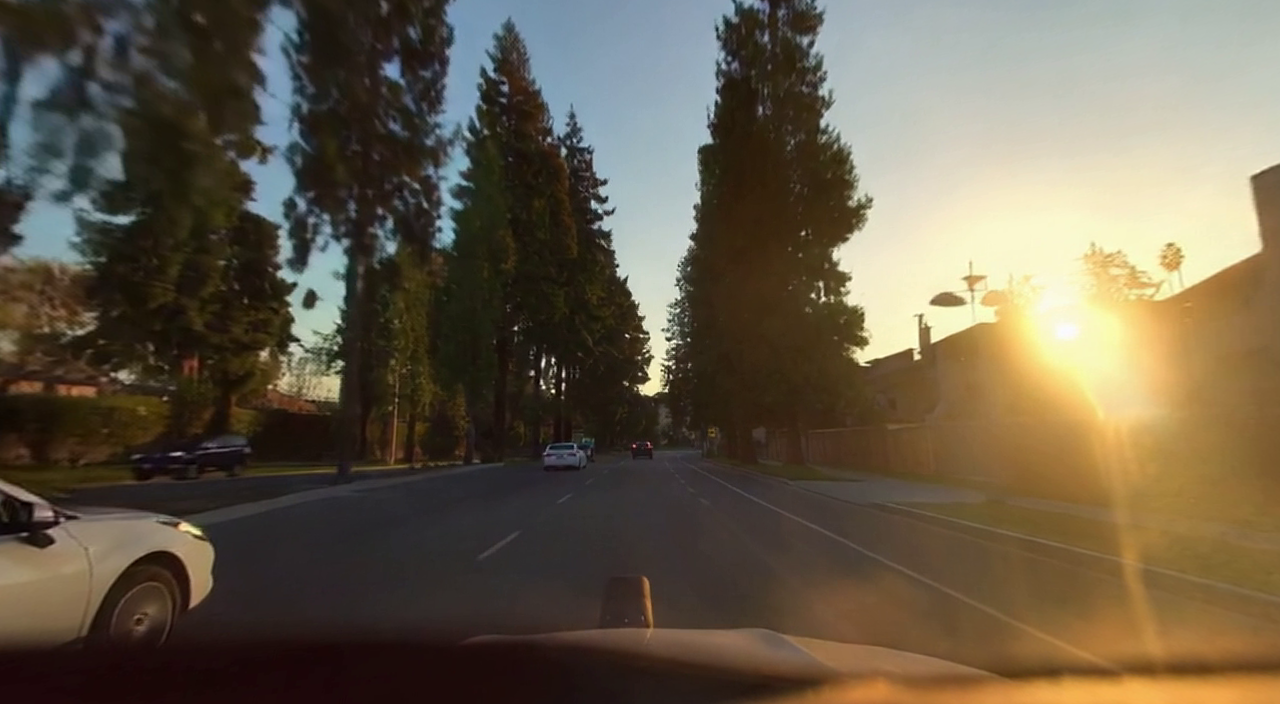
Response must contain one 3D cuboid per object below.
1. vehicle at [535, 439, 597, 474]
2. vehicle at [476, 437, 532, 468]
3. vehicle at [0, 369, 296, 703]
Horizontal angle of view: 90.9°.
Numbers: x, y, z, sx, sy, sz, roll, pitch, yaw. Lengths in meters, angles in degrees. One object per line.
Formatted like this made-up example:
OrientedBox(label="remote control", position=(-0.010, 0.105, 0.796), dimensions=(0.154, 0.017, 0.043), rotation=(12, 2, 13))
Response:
OrientedBox(label="vehicle", position=(-3.344, 4.805, 29.293), dimensions=(2.188, 1.473, 4.651), rotation=(0, -8, 2))
OrientedBox(label="vehicle", position=(-7.293, 5.441, 34.380), dimensions=(2.110, 1.529, 4.743), rotation=(0, -8, -1))
OrientedBox(label="vehicle", position=(-3.874, 0.807, 2.435), dimensions=(2.190, 1.545, 4.943), rotation=(0, -8, 2))
